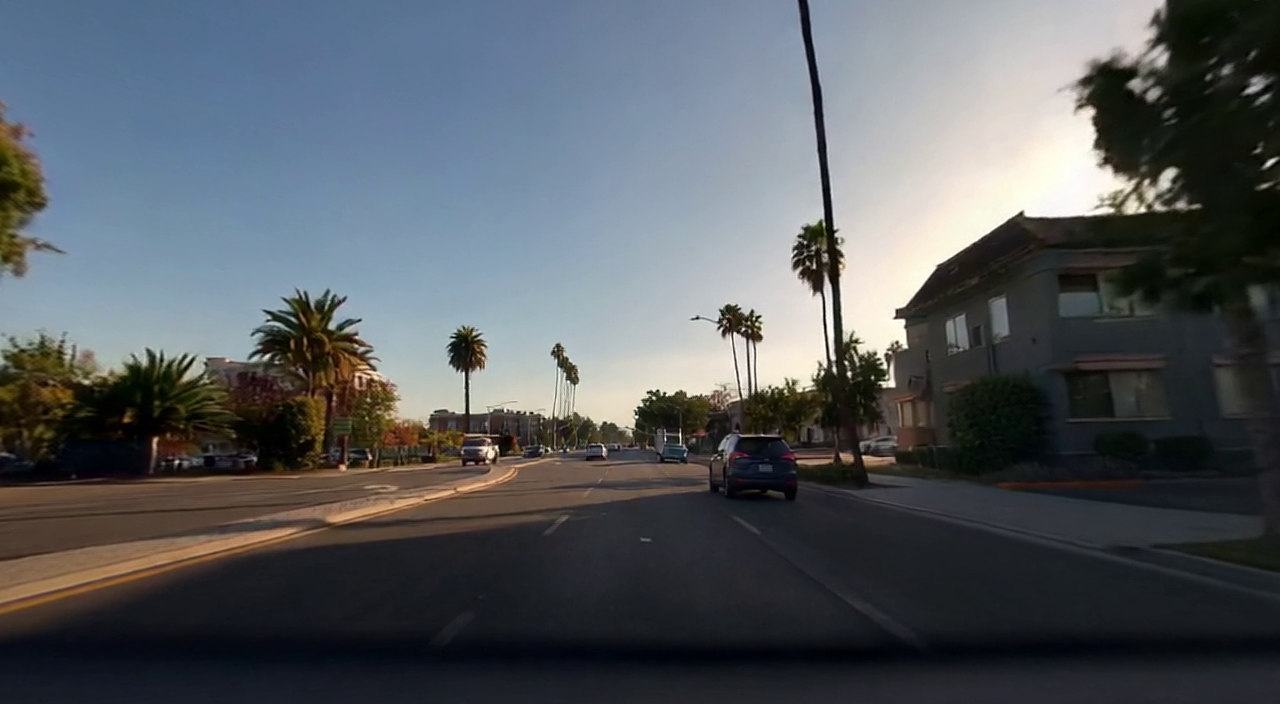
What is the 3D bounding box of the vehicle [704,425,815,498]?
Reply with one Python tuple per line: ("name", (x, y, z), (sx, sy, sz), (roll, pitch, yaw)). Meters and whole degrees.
("vehicle", (3.384, 3.232, 18.894), (2.244, 1.901, 4.561), (1, -9, -3))
